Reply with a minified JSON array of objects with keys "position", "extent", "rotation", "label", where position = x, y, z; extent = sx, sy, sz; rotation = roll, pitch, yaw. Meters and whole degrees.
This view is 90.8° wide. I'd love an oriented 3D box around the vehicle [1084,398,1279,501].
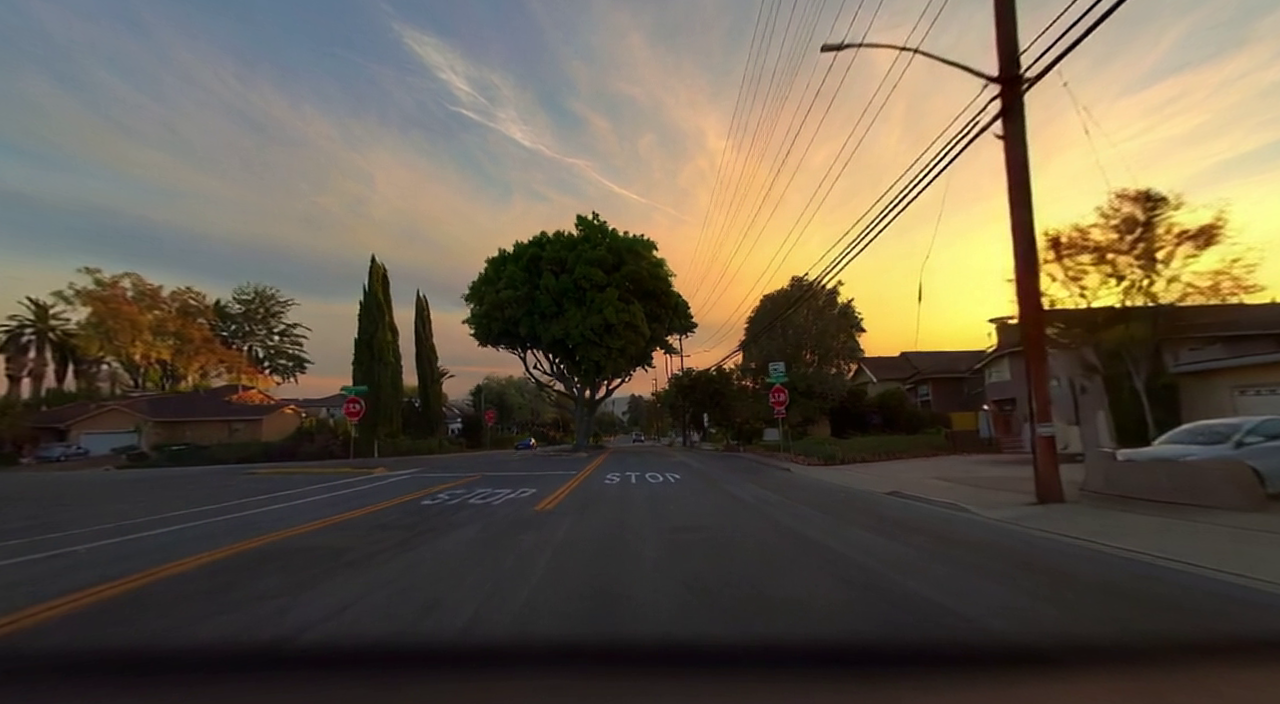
[{"position":[10.155,1.568,10.288],"extent":[4.341,1.494,1.978],"rotation":[0,-9,-1],"label":"vehicle"}]
